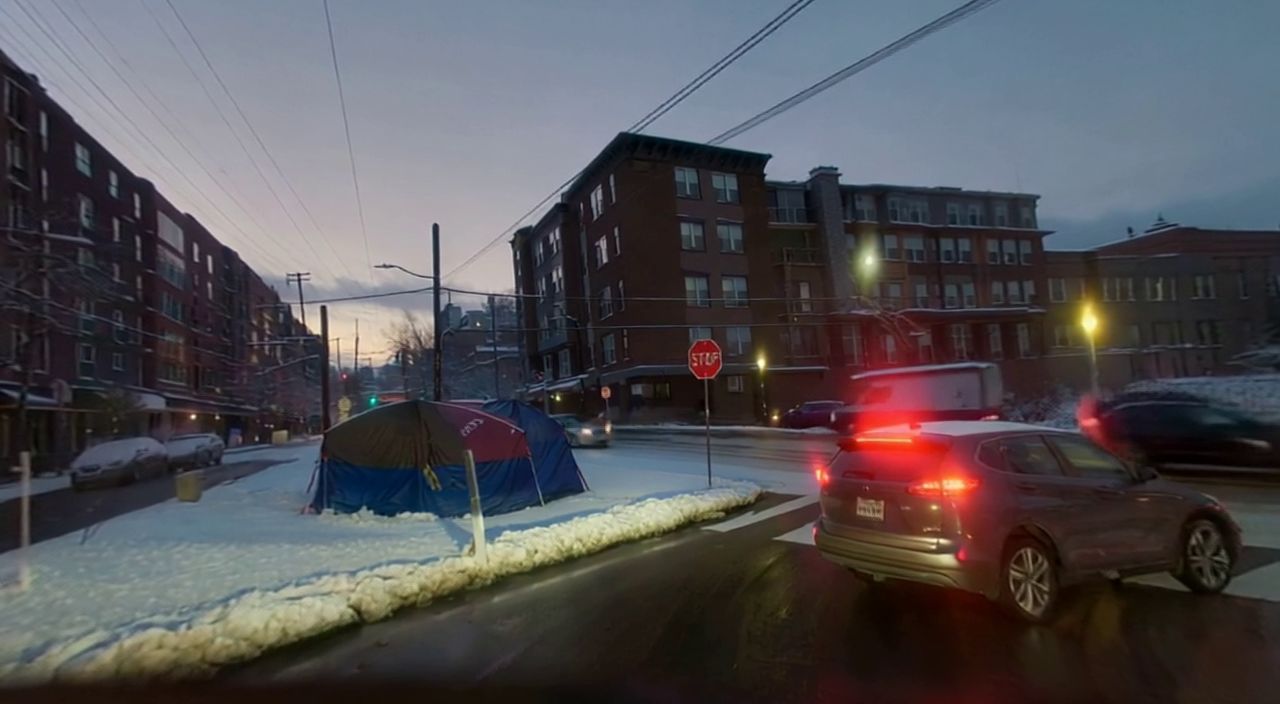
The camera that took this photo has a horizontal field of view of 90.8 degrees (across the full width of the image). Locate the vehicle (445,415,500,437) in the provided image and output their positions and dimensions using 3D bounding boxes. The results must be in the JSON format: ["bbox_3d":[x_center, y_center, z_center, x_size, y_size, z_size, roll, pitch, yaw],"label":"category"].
[{"bbox_3d":[-12.604,5.598,47.297,2.089,1.506,4.641,7,-11,-41],"label":"vehicle"}]

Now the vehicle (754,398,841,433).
[{"bbox_3d":[8.492,3.505,34.273,1.805,1.694,4.214,8,-12,-44],"label":"vehicle"}]

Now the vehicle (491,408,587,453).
[{"bbox_3d":[-4.365,3.408,26.972,1.870,1.724,4.320,8,-12,-44],"label":"vehicle"}]

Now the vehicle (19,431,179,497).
[{"bbox_3d":[-16.959,3.485,20.238,2.054,1.800,5.212,3,-9,-20],"label":"vehicle"}]

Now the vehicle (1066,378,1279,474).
[{"bbox_3d":[13.364,1.708,14.543,5.506,1.970,2.152,-8,-10,41],"label":"vehicle"}]

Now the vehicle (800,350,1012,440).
[{"bbox_3d":[10.289,1.931,25.087,7.172,3.075,2.584,-7,-10,42],"label":"vehicle"}]

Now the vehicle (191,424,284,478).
[{"bbox_3d":[-14.401,3.548,22.865,1.987,1.686,3.971,1,-8,-20],"label":"vehicle"}]

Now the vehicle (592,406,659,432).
[{"bbox_3d":[-0.993,4.250,39.720,1.790,1.468,4.422,7,-11,-41],"label":"vehicle"}]

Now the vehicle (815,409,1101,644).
[{"bbox_3d":[3.509,1.563,6.800,1.945,1.647,4.160,-6,-10,32],"label":"vehicle"}]
